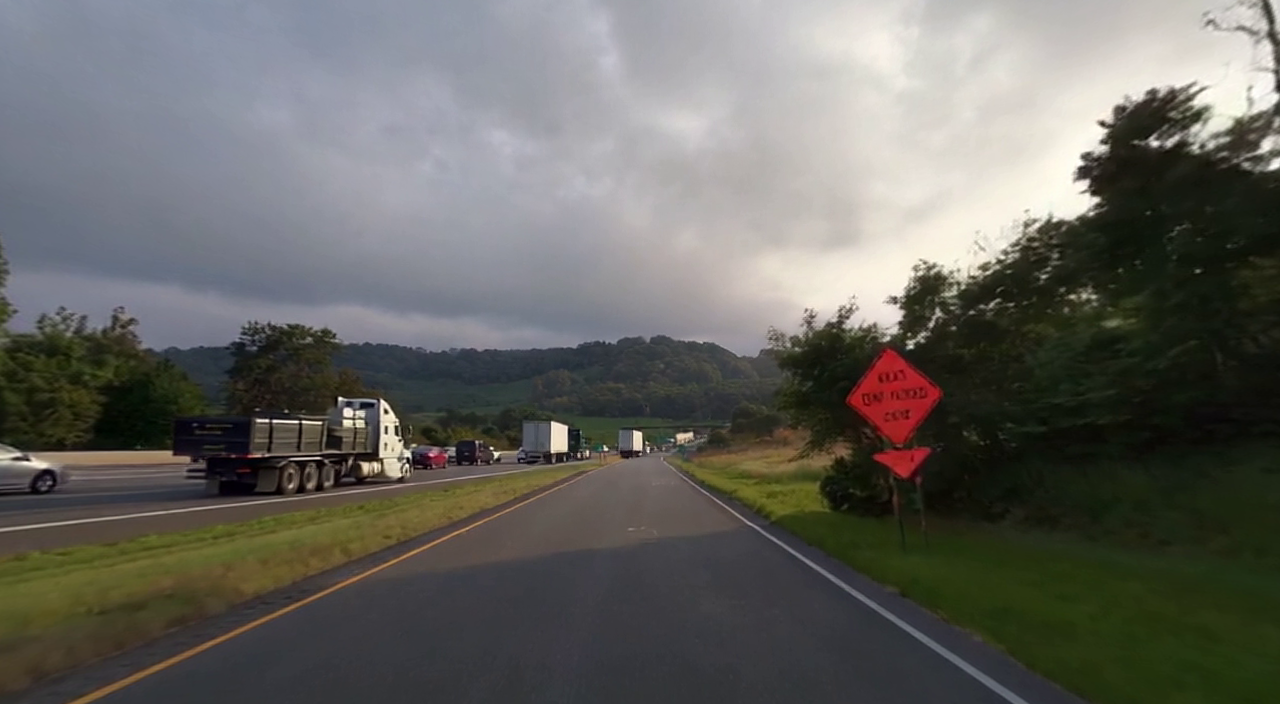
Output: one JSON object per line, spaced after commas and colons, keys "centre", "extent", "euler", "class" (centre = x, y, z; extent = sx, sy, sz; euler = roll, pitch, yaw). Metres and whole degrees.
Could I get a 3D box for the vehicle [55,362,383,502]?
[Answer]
{"centre": [-13.380, 2.979, 22.282], "extent": [2.745, 3.617, 11.590], "euler": [-1, -9, 5], "class": "vehicle"}
